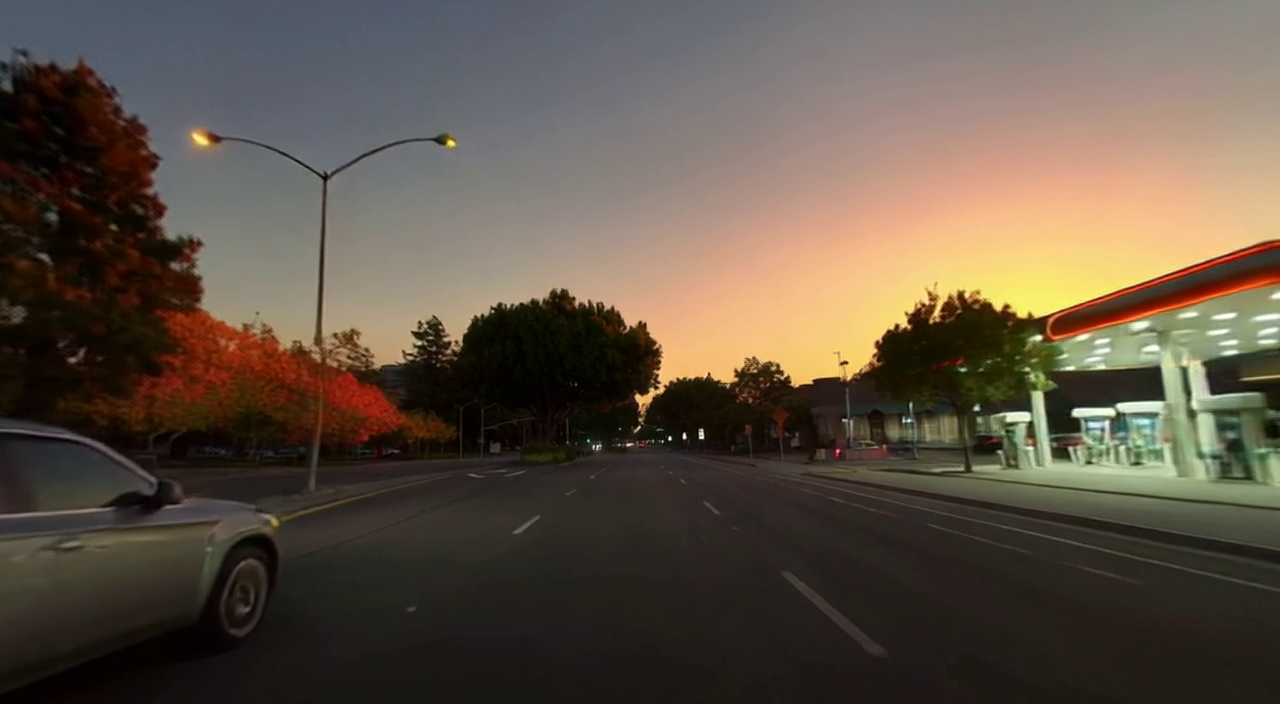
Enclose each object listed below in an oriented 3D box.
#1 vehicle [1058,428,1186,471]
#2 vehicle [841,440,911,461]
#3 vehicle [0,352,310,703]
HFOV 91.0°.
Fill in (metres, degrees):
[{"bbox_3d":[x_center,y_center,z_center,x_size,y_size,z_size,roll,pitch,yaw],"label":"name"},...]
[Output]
[{"bbox_3d":[23.237,4.700,30.667,2.302,1.795,4.724,-2,-8,-3],"label":"vehicle"},{"bbox_3d":[17.983,7.553,48.129,4.671,1.466,1.937,0,-10,5],"label":"vehicle"},{"bbox_3d":[-3.391,0.801,2.090,2.039,1.656,4.710,0,-9,0],"label":"vehicle"}]
